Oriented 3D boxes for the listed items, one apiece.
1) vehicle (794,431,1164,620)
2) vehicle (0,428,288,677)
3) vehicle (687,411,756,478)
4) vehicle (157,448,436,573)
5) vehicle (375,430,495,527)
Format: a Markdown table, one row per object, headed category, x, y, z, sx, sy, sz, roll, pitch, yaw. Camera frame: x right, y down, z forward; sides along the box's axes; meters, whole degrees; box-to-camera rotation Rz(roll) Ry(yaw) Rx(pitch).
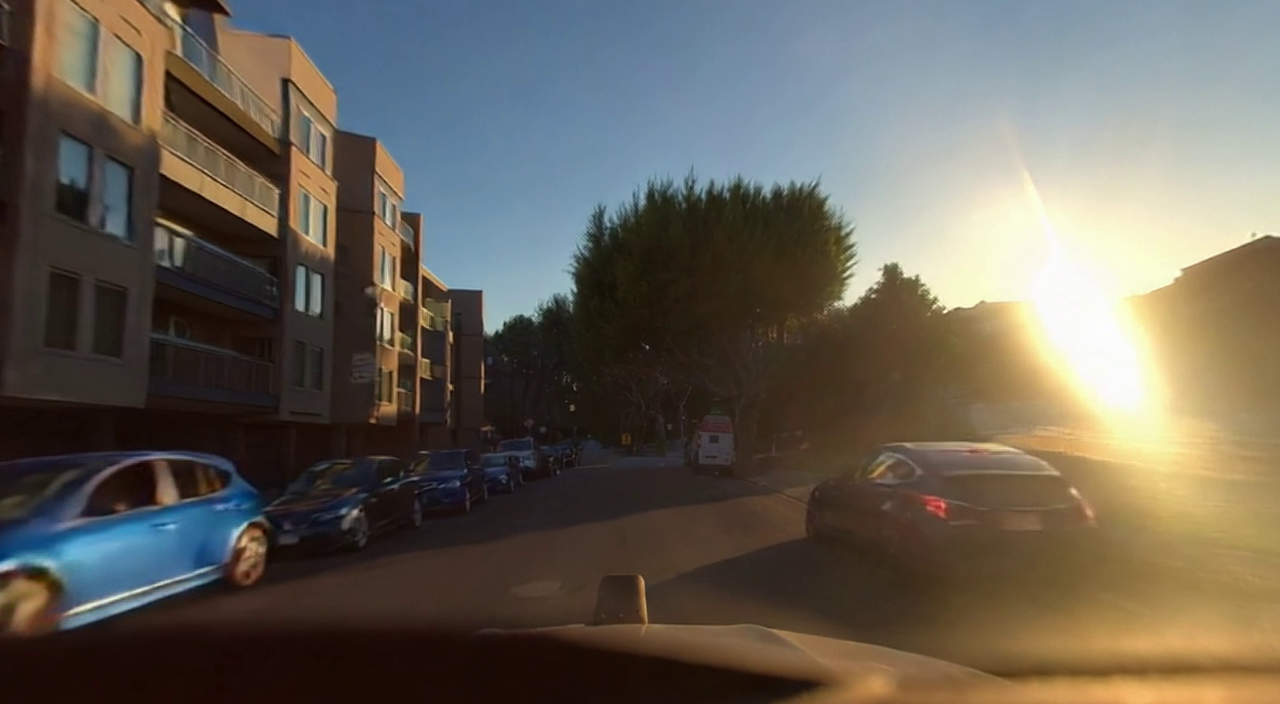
| category | x | y | z | sx | sy | sz | roll | pitch | yaw |
| --- | --- | --- | --- | --- | --- | --- | --- | --- | --- |
| vehicle | 3.257 | 1.707 | 7.228 | 1.835 | 1.490 | 4.134 | 0 | -8 | -1 |
| vehicle | -5.033 | 1.493 | 5.405 | 1.782 | 1.585 | 3.962 | 0 | -8 | -1 |
| vehicle | 3.890 | 4.286 | 29.872 | 1.961 | 2.656 | 3.047 | -2 | -1 | 35 |
| vehicle | -5.063 | 2.352 | 10.342 | 1.890 | 1.457 | 4.856 | 0 | -8 | -1 |
| vehicle | -5.183 | 3.155 | 16.625 | 1.824 | 1.664 | 4.344 | -2 | 0 | -2 |
